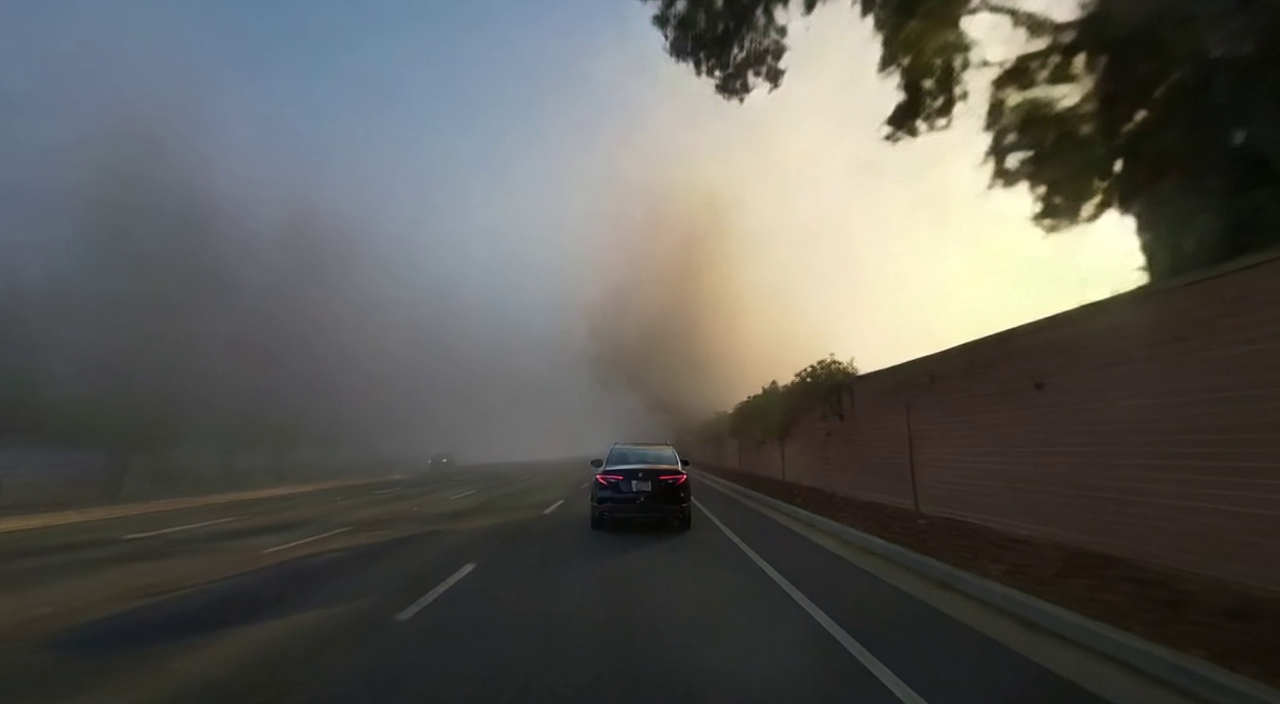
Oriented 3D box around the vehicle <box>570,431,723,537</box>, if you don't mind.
[{"bbox_3d":[0.067,2.230,11.330,2.205,1.509,4.272,0,-8,-1],"label":"vehicle"}]
